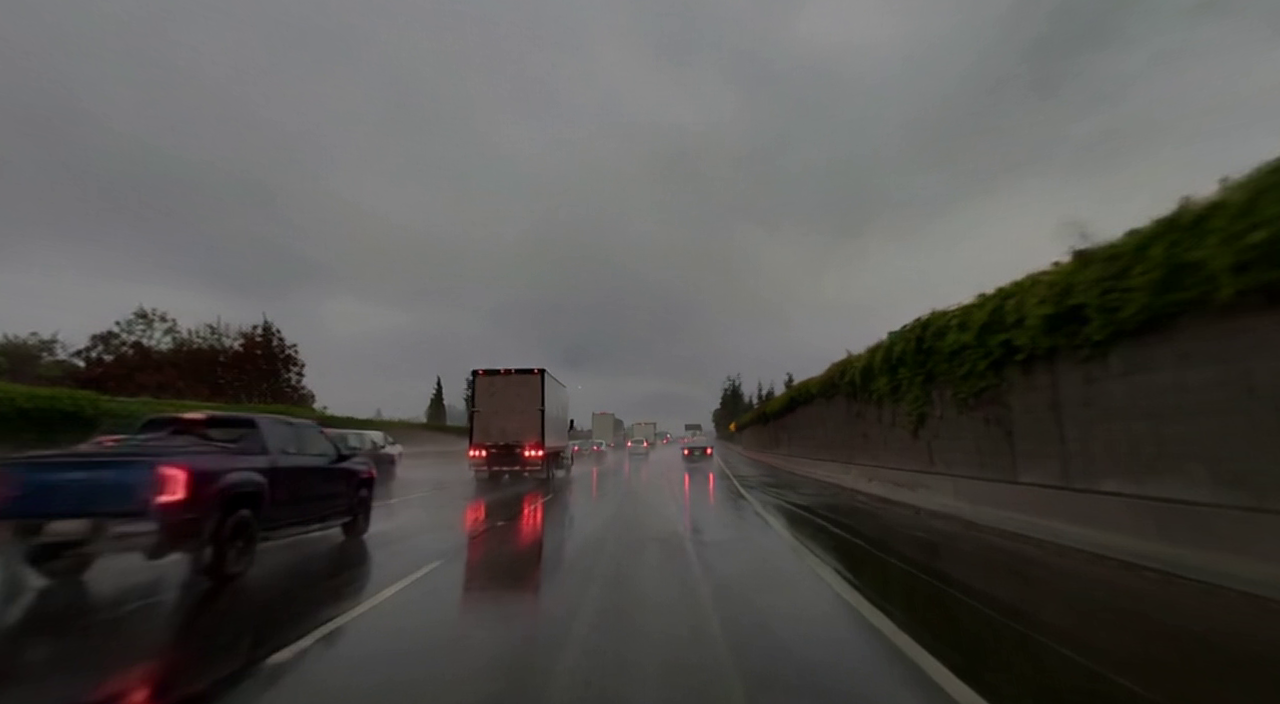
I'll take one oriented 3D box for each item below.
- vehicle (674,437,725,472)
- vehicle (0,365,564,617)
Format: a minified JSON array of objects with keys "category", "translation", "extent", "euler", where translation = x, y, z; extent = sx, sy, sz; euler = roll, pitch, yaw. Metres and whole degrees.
[{"category":"vehicle","translation":[2.686,4.710,29.259],"extent":[2.176,1.493,3.955],"euler":[-1,-8,3]},{"category":"vehicle","translation":[-3.931,2.173,12.466],"extent":[3.050,1.964,15.030],"euler":[0,-8,0]}]
